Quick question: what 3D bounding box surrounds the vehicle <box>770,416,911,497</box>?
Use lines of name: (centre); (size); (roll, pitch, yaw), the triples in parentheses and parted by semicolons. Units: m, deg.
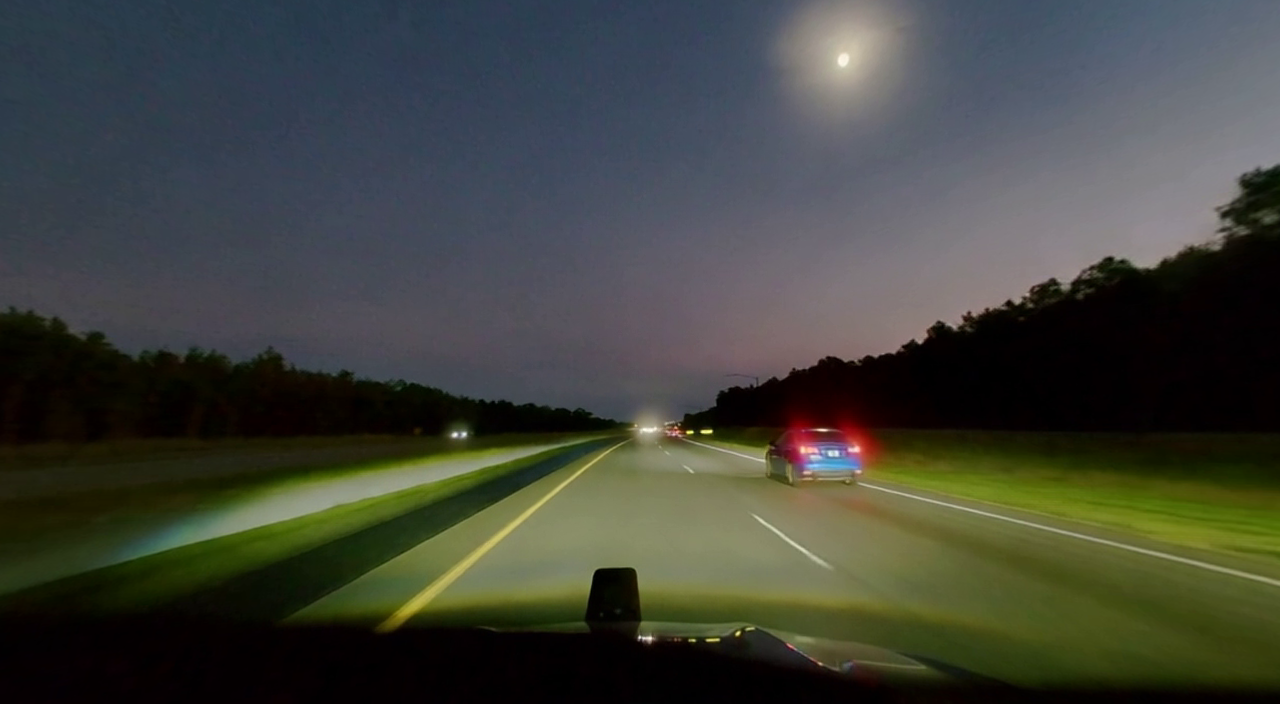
vehicle: (4.166, 2.211, 13.735); (1.765, 1.510, 3.762); (0, -8, -1)
